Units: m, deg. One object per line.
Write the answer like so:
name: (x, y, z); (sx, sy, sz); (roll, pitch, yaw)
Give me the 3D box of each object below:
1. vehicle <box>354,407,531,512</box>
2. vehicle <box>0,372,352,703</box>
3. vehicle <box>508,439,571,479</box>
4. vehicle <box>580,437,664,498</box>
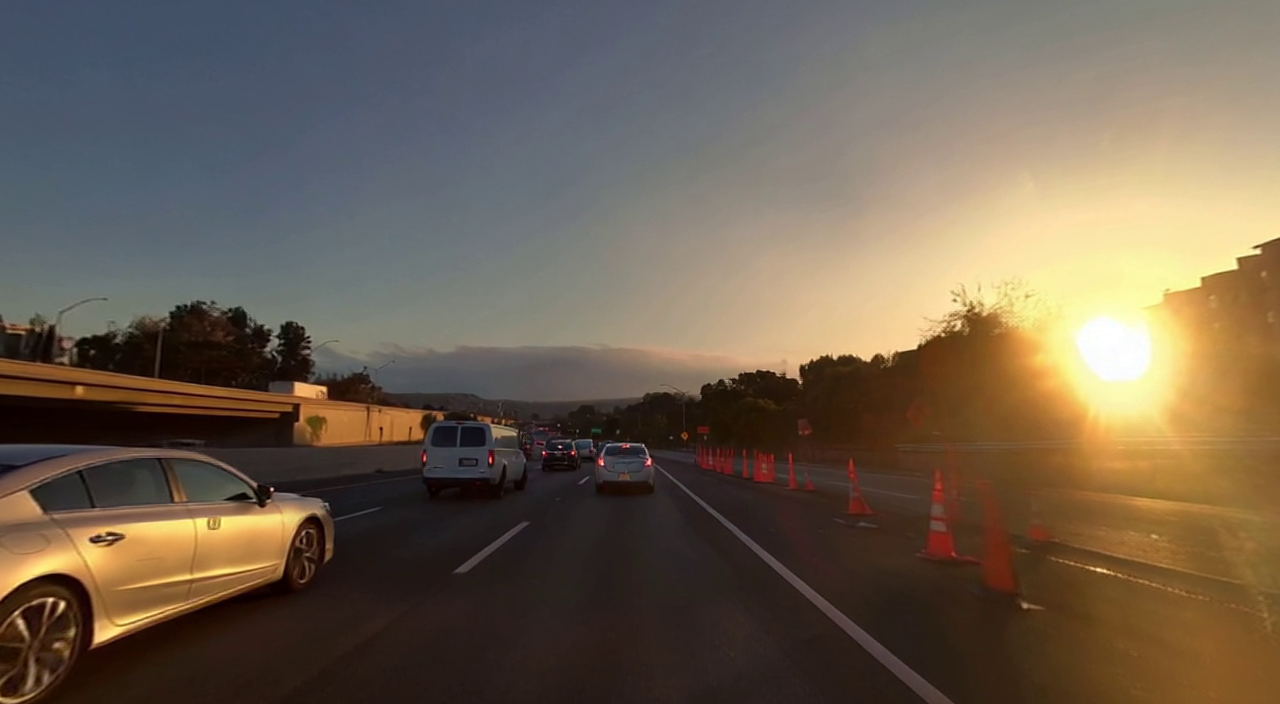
vehicle: (-4.284, 2.490, 15.044); (2.324, 2.012, 5.740); (0, -9, 0)
vehicle: (-3.820, 1.050, 3.777); (2.041, 1.604, 4.384); (0, -9, 1)
vehicle: (-3.975, 4.296, 25.582); (1.824, 1.459, 4.007); (0, -9, 1)
vehicle: (-0.468, 3.148, 17.548); (2.069, 1.484, 3.918); (0, -9, -1)
